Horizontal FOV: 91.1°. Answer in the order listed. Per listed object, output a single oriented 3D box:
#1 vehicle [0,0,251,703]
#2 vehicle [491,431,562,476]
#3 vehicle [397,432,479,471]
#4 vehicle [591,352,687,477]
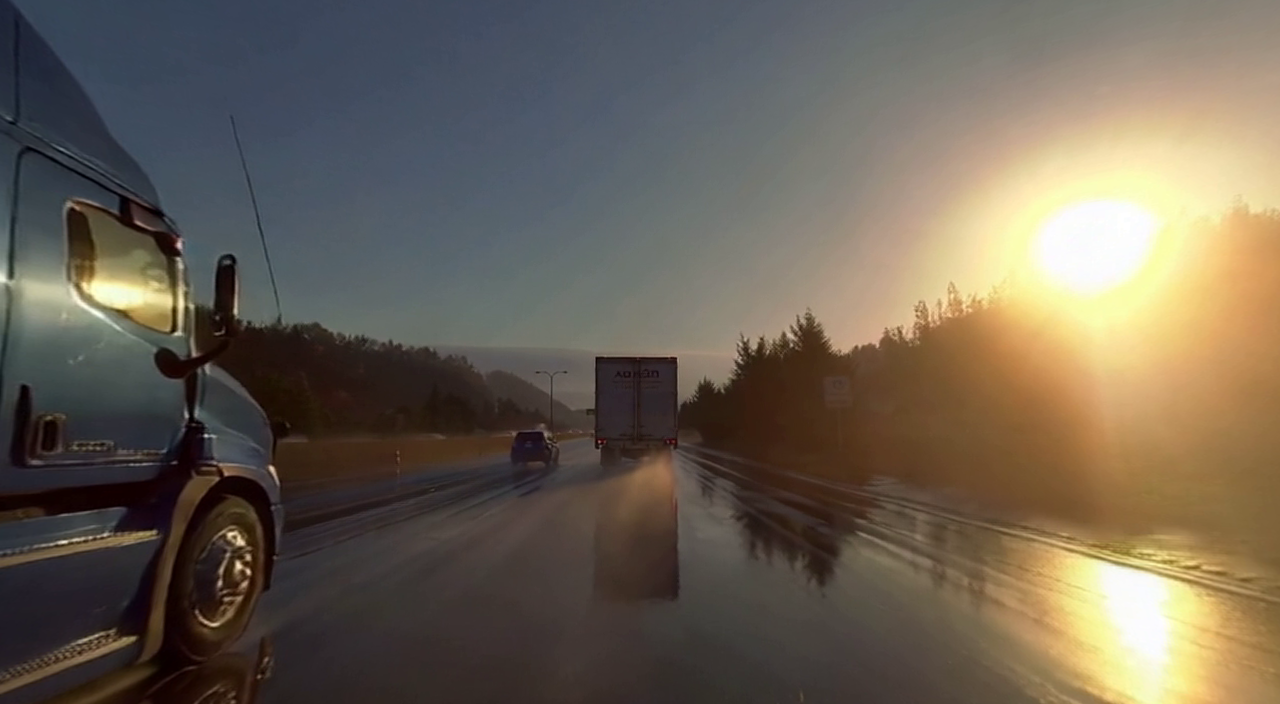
[{"bbox_3d":[-4.324,-0.366,1.522,3.007,4.031,6.044,0,-7,-3],"label":"vehicle"},{"bbox_3d":[-4.036,3.682,23.045,1.933,1.492,3.838,0,-8,-1],"label":"vehicle"},{"bbox_3d":[-8.480,4.192,26.904,1.976,1.510,4.604,0,-8,0],"label":"vehicle"},{"bbox_3d":[-0.251,2.742,25.992,3.118,4.106,10.719,0,-8,-2],"label":"vehicle"}]
